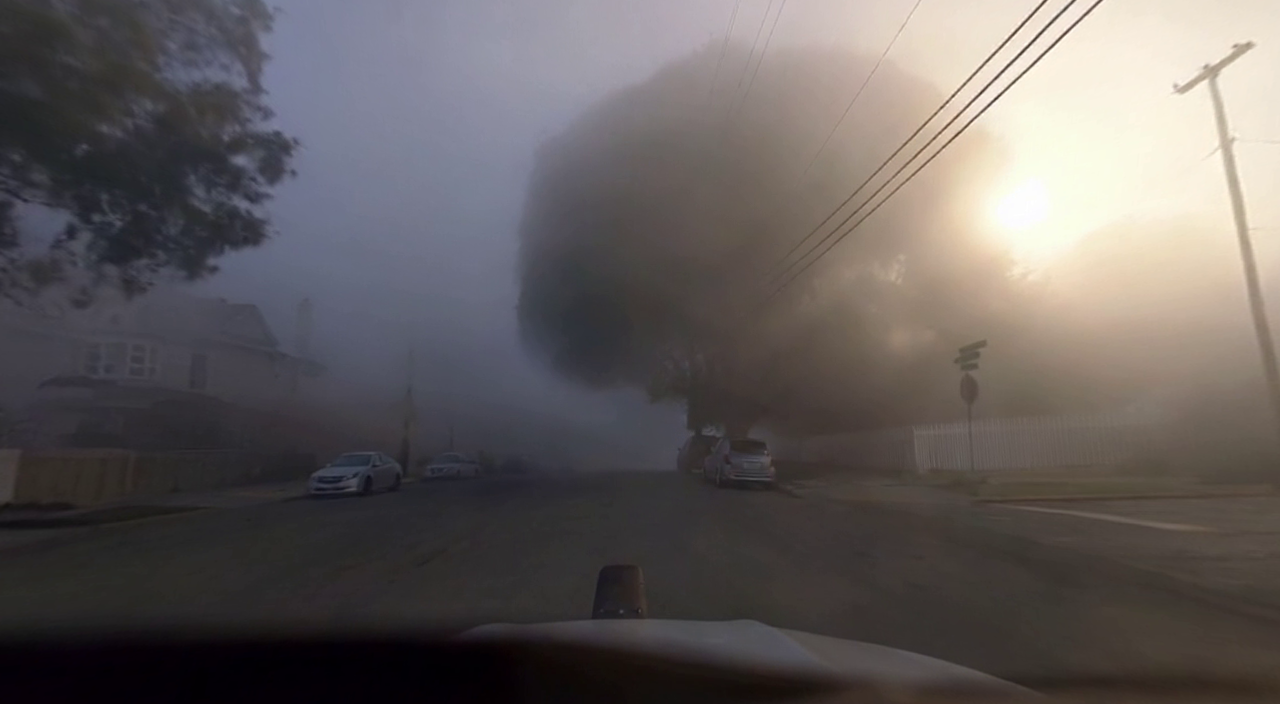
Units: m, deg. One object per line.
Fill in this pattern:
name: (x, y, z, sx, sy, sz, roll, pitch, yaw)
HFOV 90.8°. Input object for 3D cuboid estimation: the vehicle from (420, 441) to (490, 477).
vehicle: (-9.007, 5.220, 31.134, 2.027, 1.584, 4.476, -1, -8, 1)

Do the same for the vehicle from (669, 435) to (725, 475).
vehicle: (2.858, 5.319, 32.953, 2.225, 1.911, 5.322, 0, -8, -2)

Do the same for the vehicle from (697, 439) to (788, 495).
vehicle: (3.035, 3.510, 19.684, 1.927, 1.529, 4.144, 0, -8, -3)

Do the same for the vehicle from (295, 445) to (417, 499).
vehicle: (-8.683, 3.667, 19.816, 1.937, 1.427, 4.510, 0, -8, -3)
